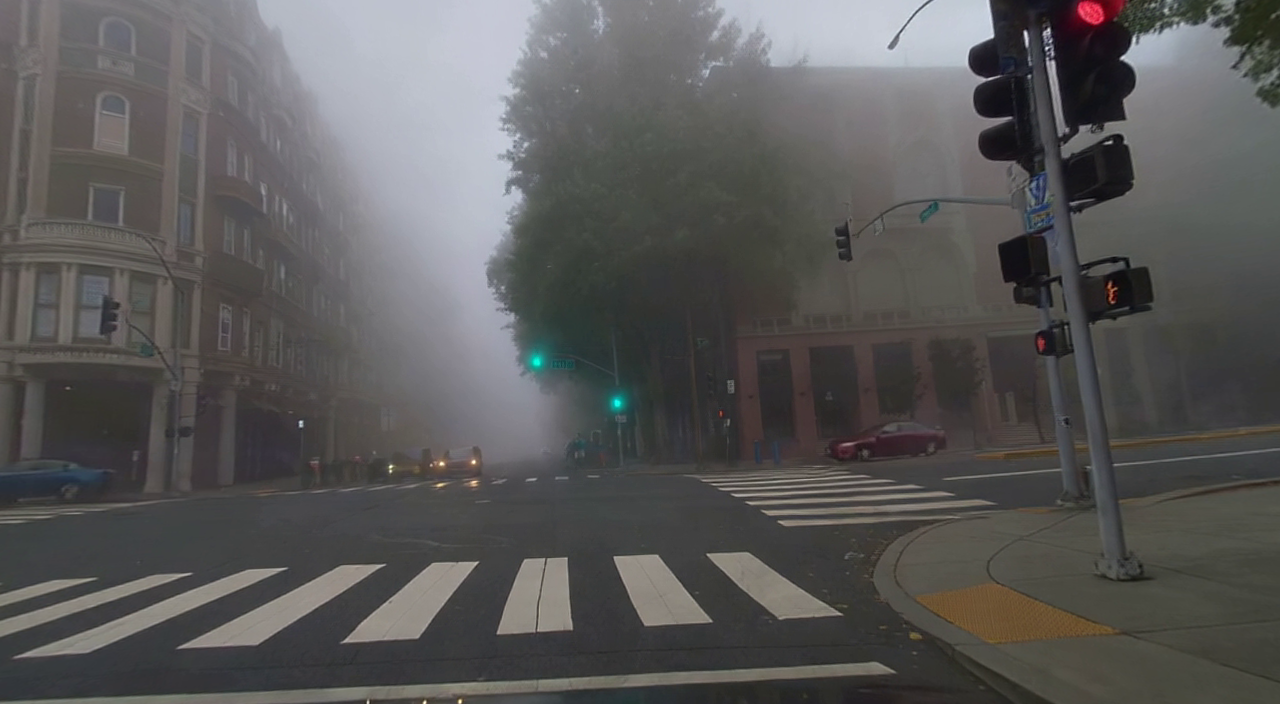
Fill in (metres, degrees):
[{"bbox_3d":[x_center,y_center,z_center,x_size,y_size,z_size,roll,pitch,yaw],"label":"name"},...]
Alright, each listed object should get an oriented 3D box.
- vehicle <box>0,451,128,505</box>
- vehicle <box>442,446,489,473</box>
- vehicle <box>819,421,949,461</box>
[{"bbox_3d":[-19.940,4.047,20.513,4.626,1.636,2.004,1,-8,-7],"label":"vehicle"},{"bbox_3d":[-10.467,6.467,38.170,2.196,1.503,4.371,1,-9,-8],"label":"vehicle"},{"bbox_3d":[9.374,3.451,24.423,4.320,1.456,1.803,2,-9,-11],"label":"vehicle"}]
